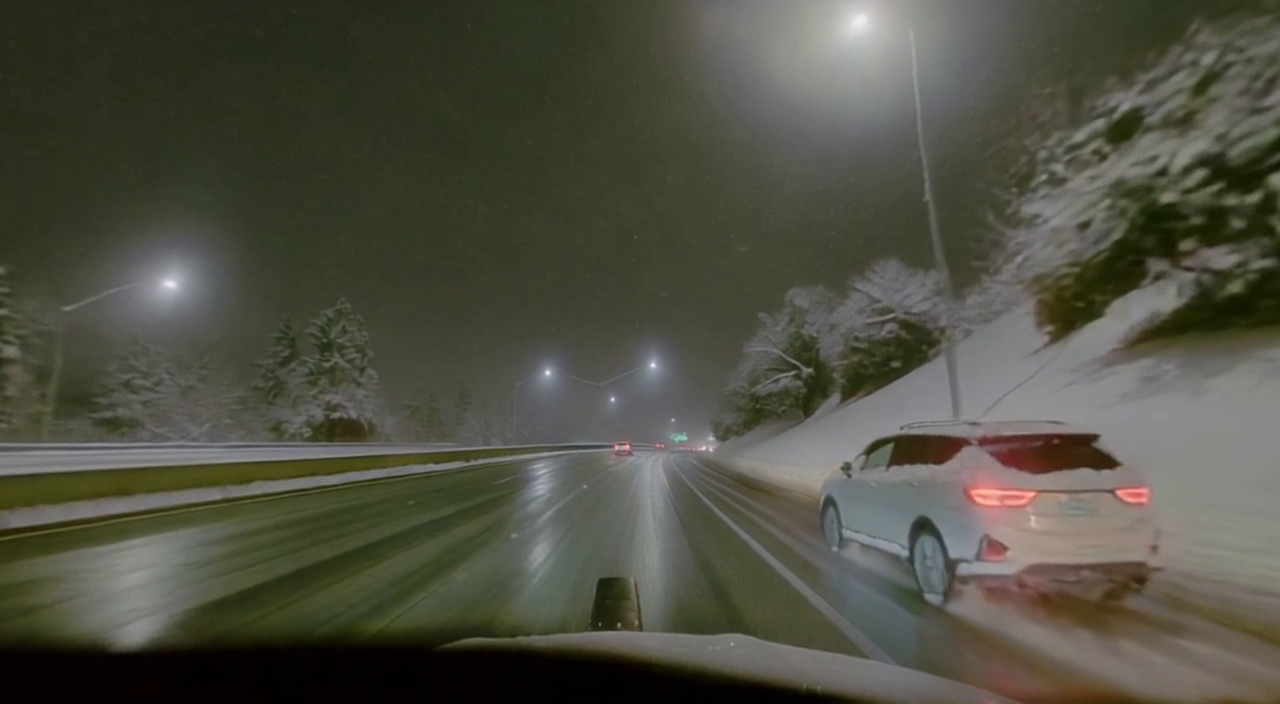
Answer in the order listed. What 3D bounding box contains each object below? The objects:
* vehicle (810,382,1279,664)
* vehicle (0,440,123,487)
[{"bbox_3d":[3.318,1.357,6.064,2.090,1.715,4.228,0,-8,-1],"label":"vehicle"},{"bbox_3d":[-19.400,3.633,20.845,1.536,1.392,3.513,0,-8,0],"label":"vehicle"}]
